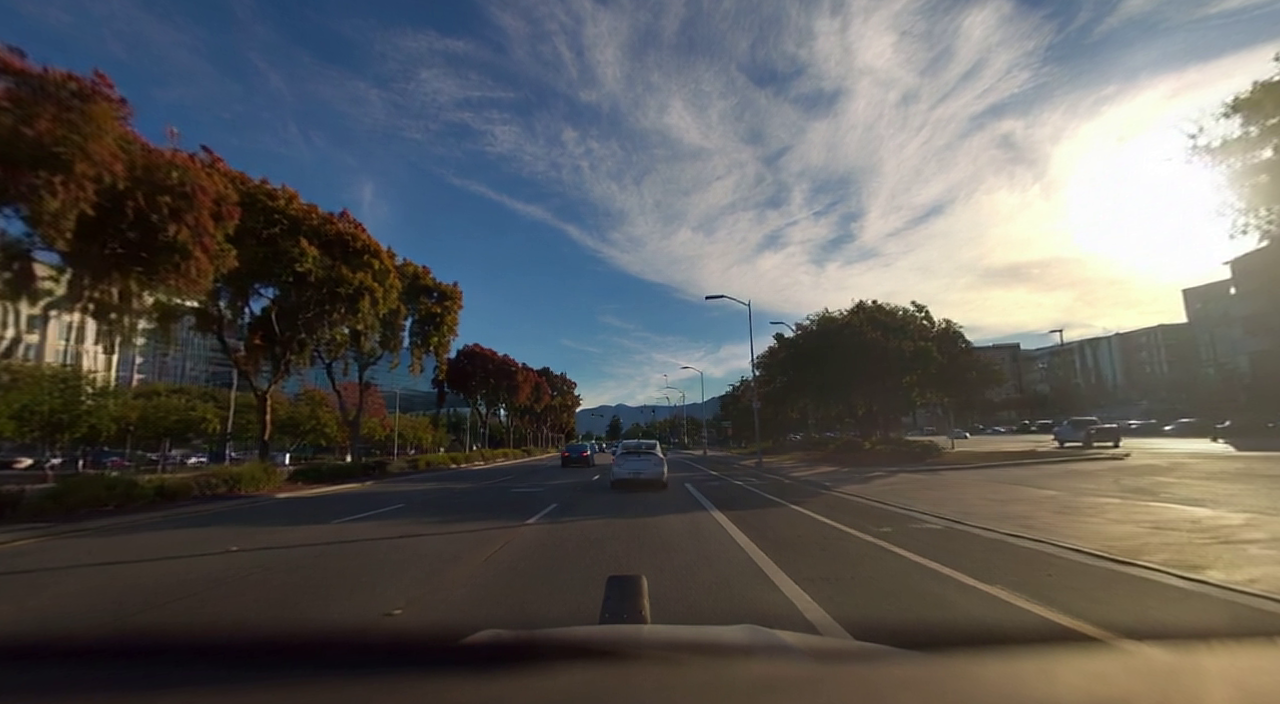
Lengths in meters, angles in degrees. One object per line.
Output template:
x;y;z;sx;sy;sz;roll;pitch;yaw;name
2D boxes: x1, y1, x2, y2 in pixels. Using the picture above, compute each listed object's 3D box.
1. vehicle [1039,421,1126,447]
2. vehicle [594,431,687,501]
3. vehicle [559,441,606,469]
31.901;5.969;45.694;4.903;1.767;2.105;-5;-10;31;vehicle
0.027;3.028;17.192;2.199;1.652;4.101;0;-8;1;vehicle
-3.169;5.813;35.705;1.942;1.462;4.905;-1;-8;3;vehicle
